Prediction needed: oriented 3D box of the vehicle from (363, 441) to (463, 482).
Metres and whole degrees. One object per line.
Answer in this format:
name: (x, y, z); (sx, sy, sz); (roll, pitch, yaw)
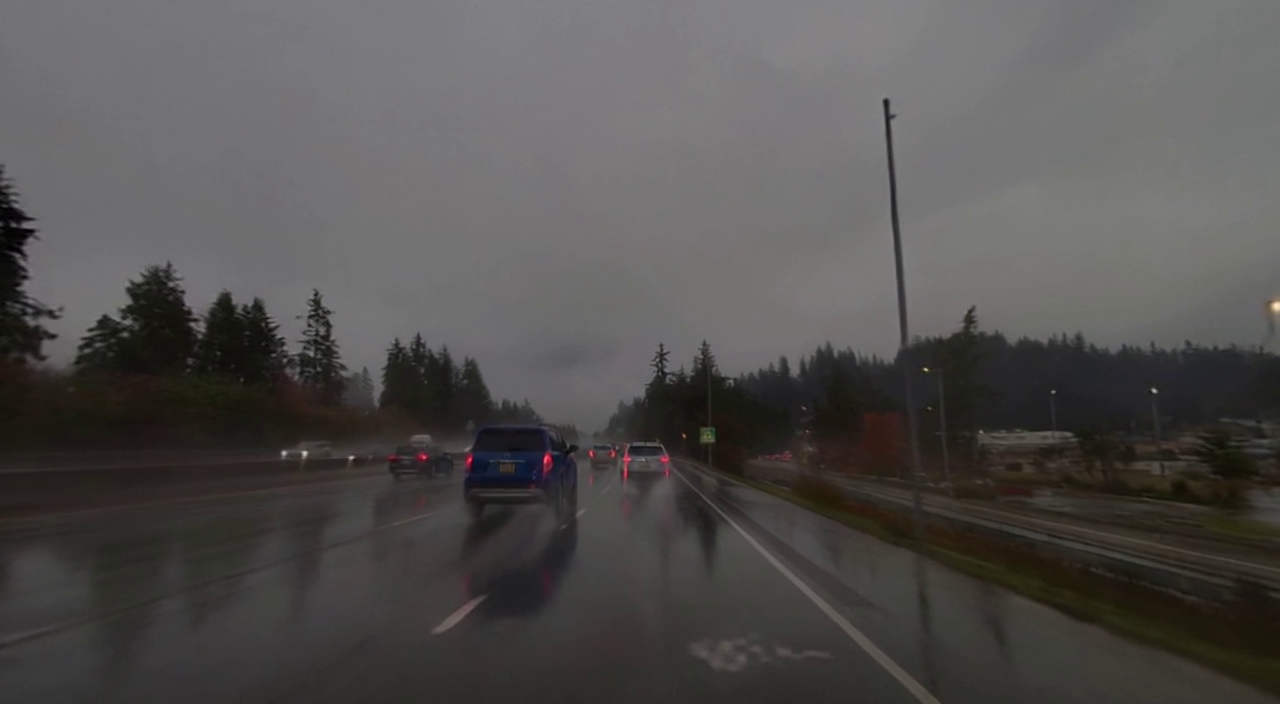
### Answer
vehicle: (-8.960, 4.356, 25.367); (2.126, 1.480, 4.589); (0, -9, 3)

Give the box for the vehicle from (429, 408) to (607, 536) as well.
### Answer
vehicle: (-1.837, 2.011, 11.026); (2.123, 1.798, 4.108); (0, -9, 3)

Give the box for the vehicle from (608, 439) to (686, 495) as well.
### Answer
vehicle: (0.237, 3.406, 18.953); (2.068, 1.488, 4.045); (0, -9, 2)
